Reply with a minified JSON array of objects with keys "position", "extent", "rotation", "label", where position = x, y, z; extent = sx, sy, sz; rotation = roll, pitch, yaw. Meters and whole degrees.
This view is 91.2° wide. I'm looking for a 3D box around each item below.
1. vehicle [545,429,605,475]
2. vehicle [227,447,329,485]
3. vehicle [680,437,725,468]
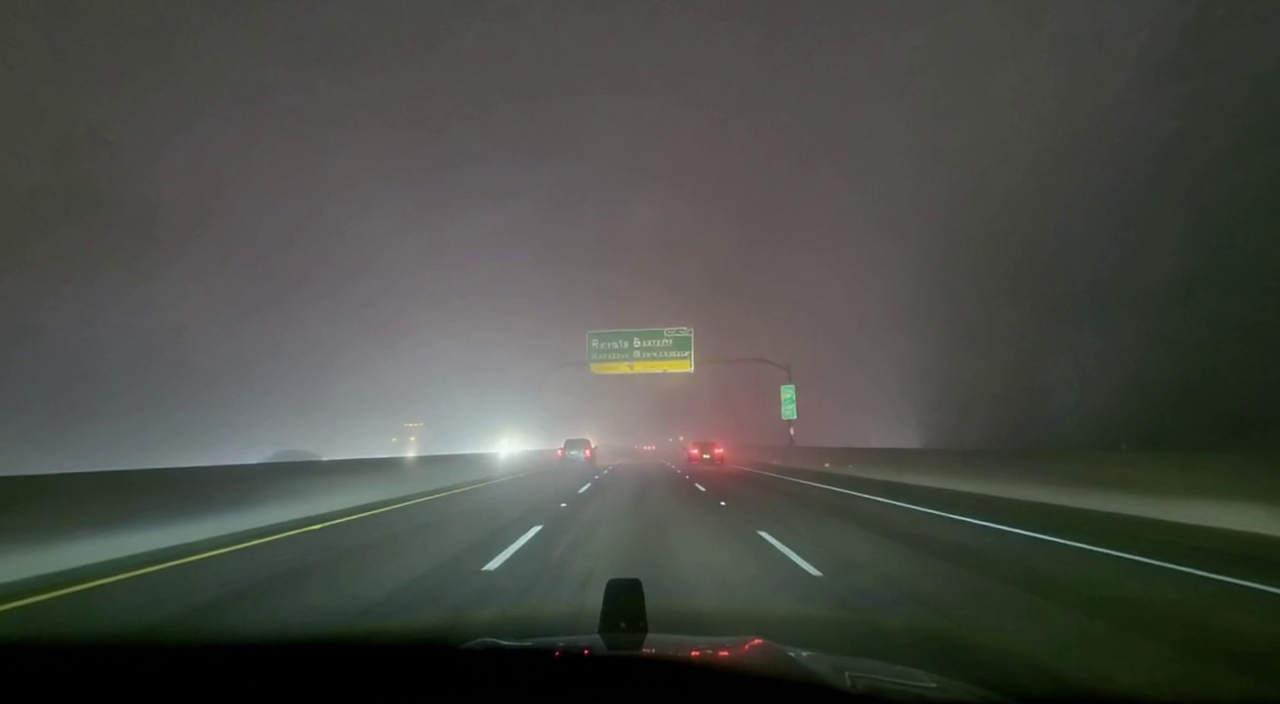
[{"position":[-3.088,4.878,30.849],"extent":[2.291,2.052,4.887],"rotation":[0,-9,1],"label":"vehicle"},{"position":[-16.555,5.205,28.987],"extent":[1.945,1.581,4.530],"rotation":[0,-9,1],"label":"vehicle"},{"position":[3.557,5.807,36.470],"extent":[2.202,1.682,4.188],"rotation":[0,-8,0],"label":"vehicle"}]
